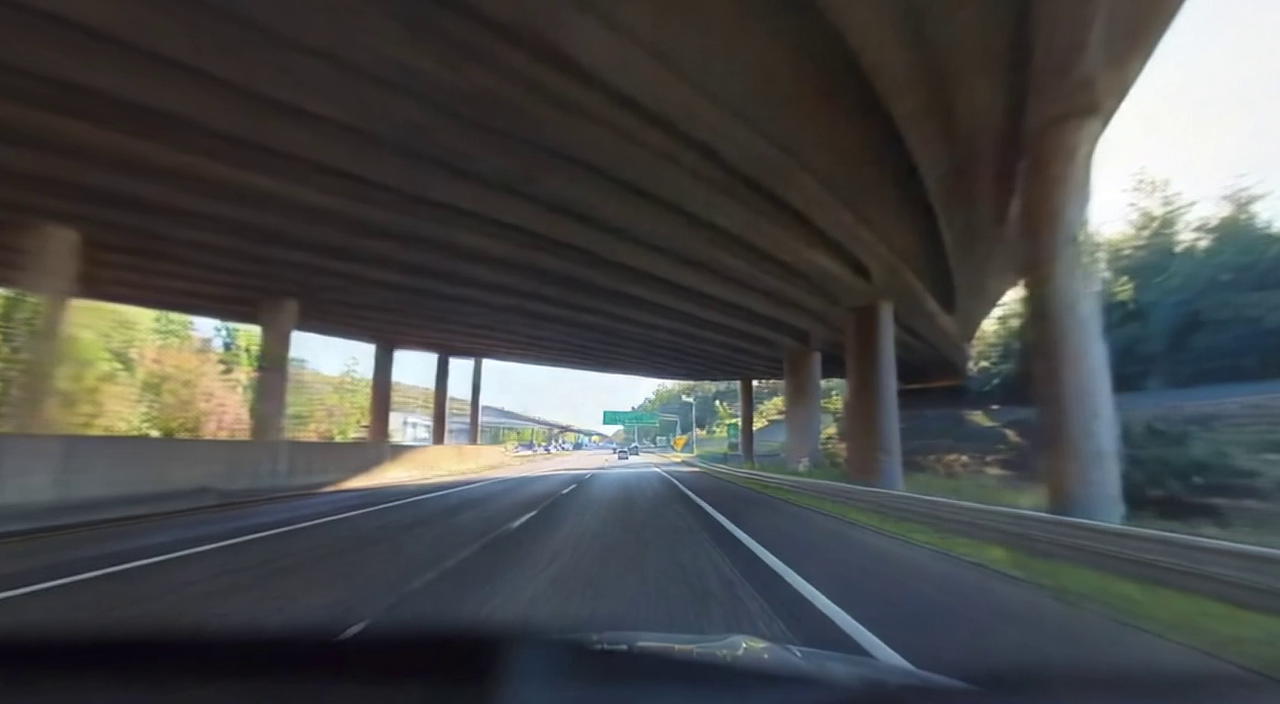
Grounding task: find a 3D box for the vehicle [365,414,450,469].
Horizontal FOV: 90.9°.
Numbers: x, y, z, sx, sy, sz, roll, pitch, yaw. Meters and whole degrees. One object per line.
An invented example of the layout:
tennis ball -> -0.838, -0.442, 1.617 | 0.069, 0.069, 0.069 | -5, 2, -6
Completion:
vehicle -> -17.008, 6.692, 46.792 | 3.181, 3.724, 8.274 | 0, -9, -1
